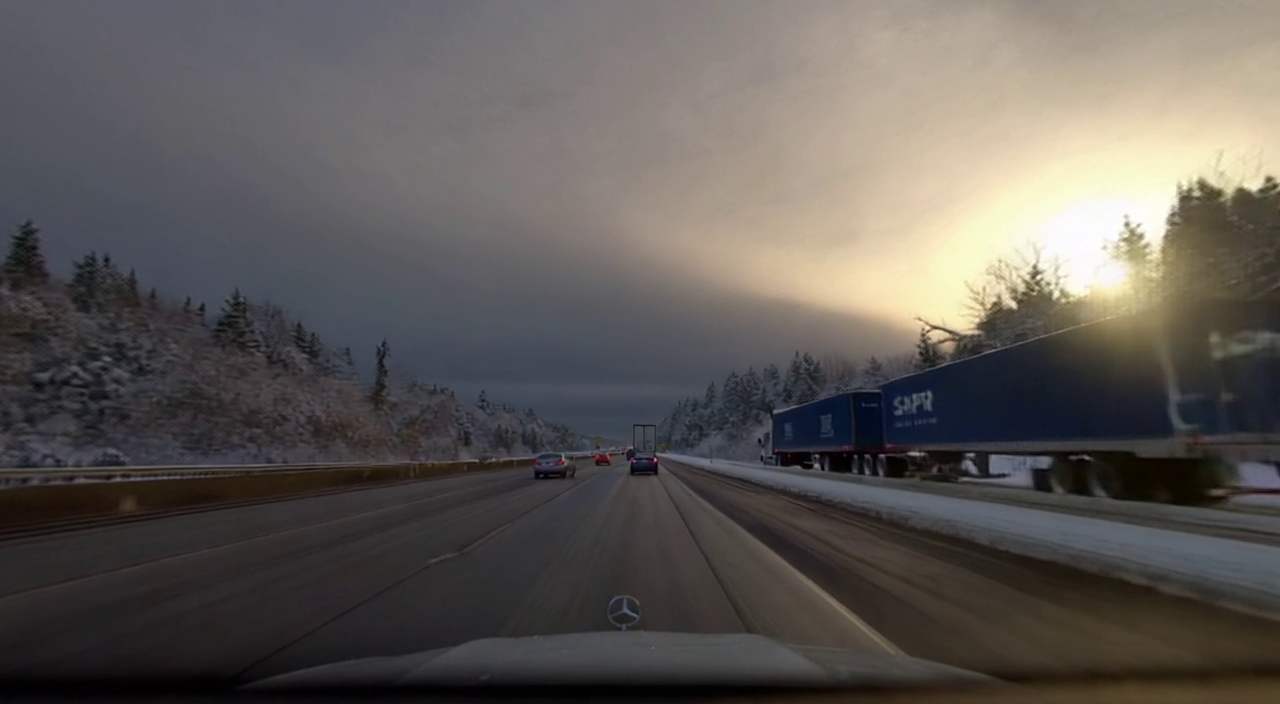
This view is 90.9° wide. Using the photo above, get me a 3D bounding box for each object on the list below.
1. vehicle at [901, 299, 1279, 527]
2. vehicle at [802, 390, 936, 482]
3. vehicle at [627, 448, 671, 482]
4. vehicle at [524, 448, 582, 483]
[{"bbox_3d":[11.721,2.125,18.174,2.926,4.094,13.856,0,-9,2],"label":"vehicle"},{"bbox_3d":[11.629,4.553,33.443,3.020,4.143,9.468,1,-9,-3],"label":"vehicle"},{"bbox_3d":[0.386,5.345,29.942,1.991,1.507,3.391,0,-9,-1],"label":"vehicle"},{"bbox_3d":[-3.997,5.296,29.599,2.018,1.504,4.431,0,-9,1],"label":"vehicle"}]
